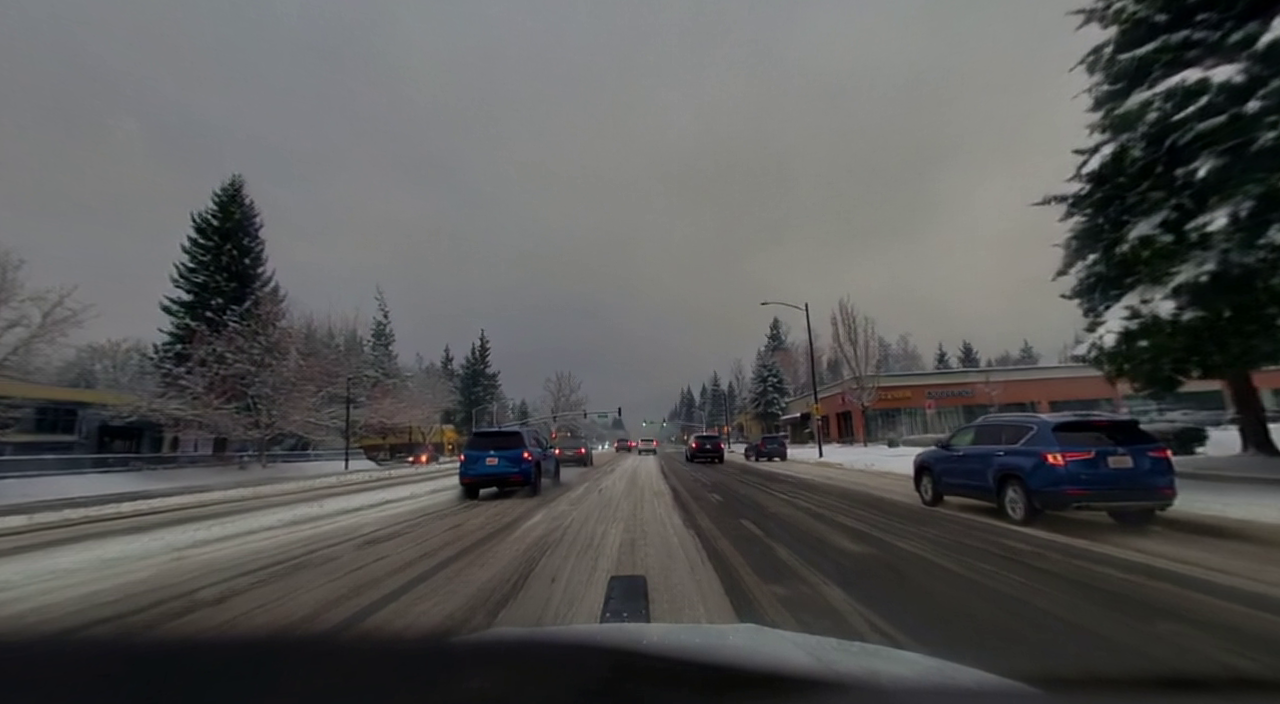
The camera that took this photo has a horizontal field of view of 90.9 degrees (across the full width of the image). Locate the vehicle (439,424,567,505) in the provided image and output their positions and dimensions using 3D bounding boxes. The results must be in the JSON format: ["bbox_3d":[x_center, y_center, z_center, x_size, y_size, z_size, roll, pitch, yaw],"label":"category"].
[{"bbox_3d":[-3.189,2.736,15.708,2.141,1.719,4.379,0,-9,1],"label":"vehicle"}]

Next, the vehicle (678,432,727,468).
[{"bbox_3d":[3.360,5.414,34.889,2.178,1.804,4.766,0,-9,0],"label":"vehicle"}]

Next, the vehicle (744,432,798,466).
[{"bbox_3d":[7.431,5.537,36.139,2.076,1.793,4.464,0,-9,-1],"label":"vehicle"}]

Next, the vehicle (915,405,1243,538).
[{"bbox_3d":[6.536,1.846,10.269,2.088,1.666,4.512,0,-9,0],"label":"vehicle"}]
